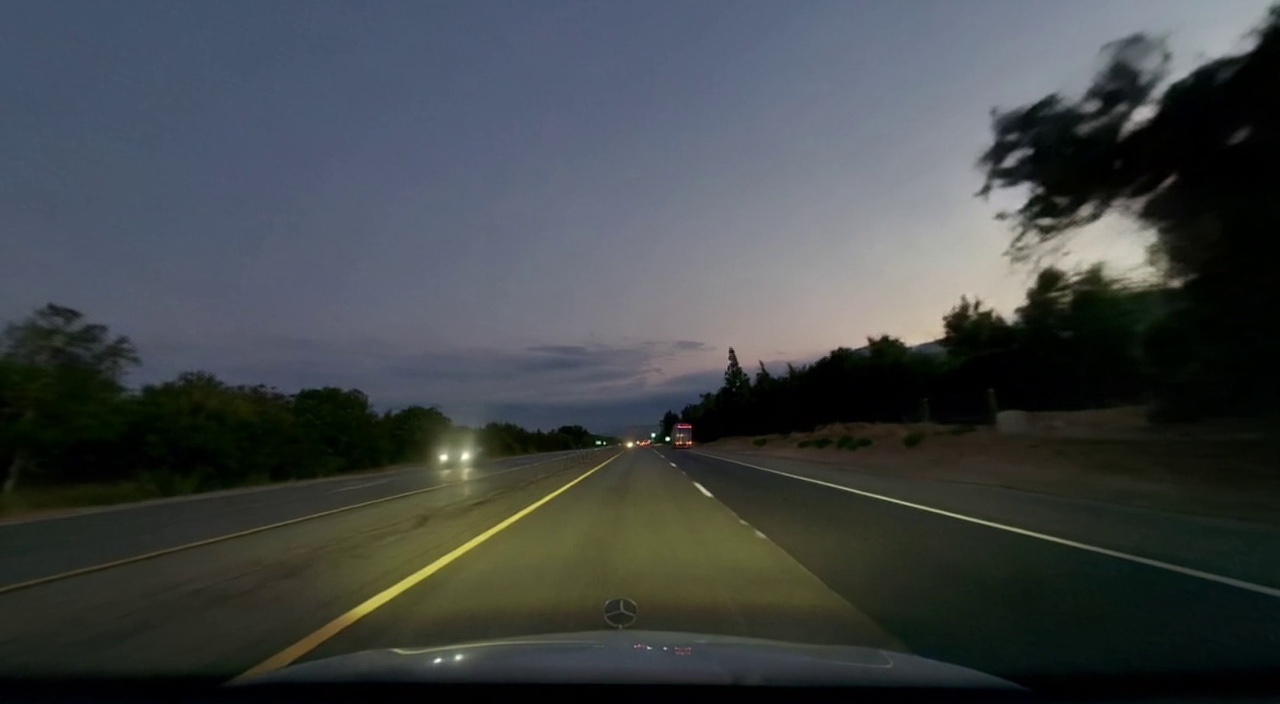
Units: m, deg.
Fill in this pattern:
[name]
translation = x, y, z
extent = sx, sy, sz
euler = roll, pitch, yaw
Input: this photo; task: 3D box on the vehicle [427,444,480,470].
[vehicle]
translation = -11.466, 6.458, 38.923
extent = 1.874, 1.495, 4.409
euler = 0, -8, 1
